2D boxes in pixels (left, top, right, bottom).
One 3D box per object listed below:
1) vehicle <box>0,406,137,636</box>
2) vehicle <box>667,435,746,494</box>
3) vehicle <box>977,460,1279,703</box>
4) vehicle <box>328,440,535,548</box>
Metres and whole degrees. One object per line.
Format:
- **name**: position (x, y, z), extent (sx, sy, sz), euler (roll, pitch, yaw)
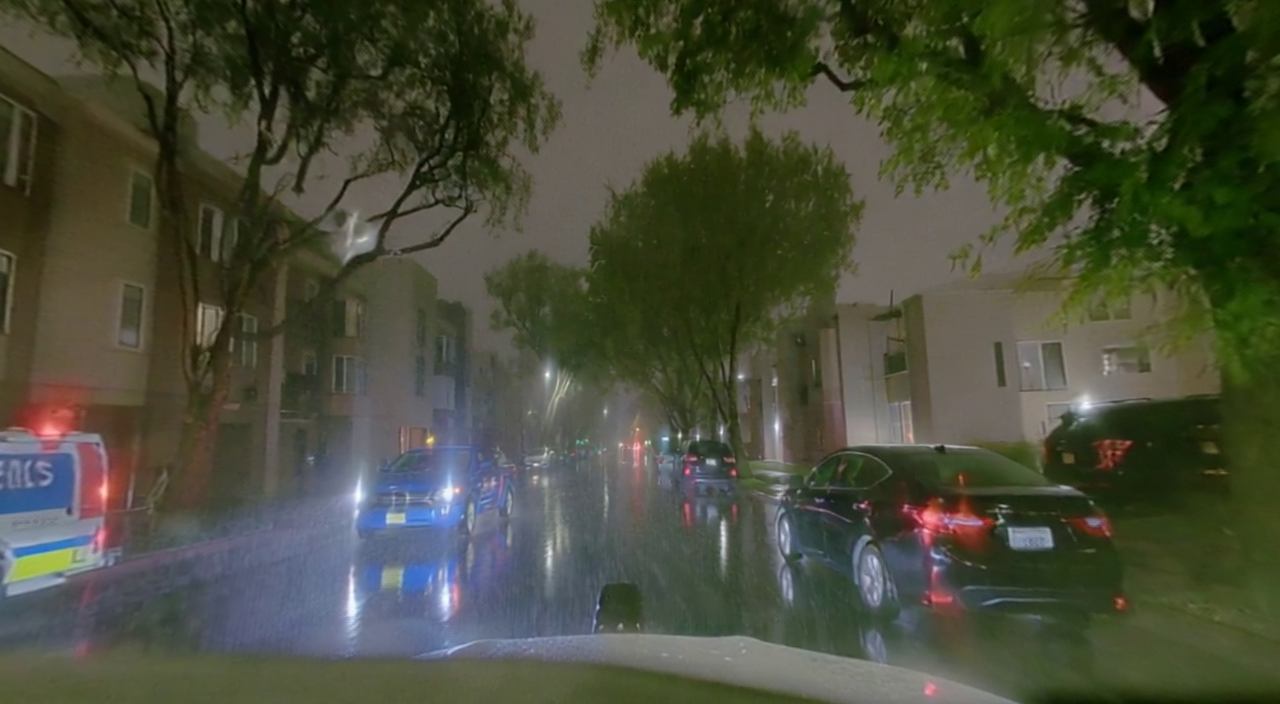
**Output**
- **vehicle**: position (-6.420, 1.232, 3.605), extent (2.308, 1.877, 6.060), euler (-4, -8, -2)
- **vehicle**: position (2.012, 3.538, 20.222), extent (1.878, 1.664, 4.033), euler (1, -8, -3)
- **vehicle**: position (2.506, 0.859, 0.792), extent (1.720, 1.333, 4.233), euler (0, -8, -2)
- **vehicle**: position (-3.344, 2.348, 11.243), extent (1.966, 1.515, 4.394), euler (-1, -8, 3)
